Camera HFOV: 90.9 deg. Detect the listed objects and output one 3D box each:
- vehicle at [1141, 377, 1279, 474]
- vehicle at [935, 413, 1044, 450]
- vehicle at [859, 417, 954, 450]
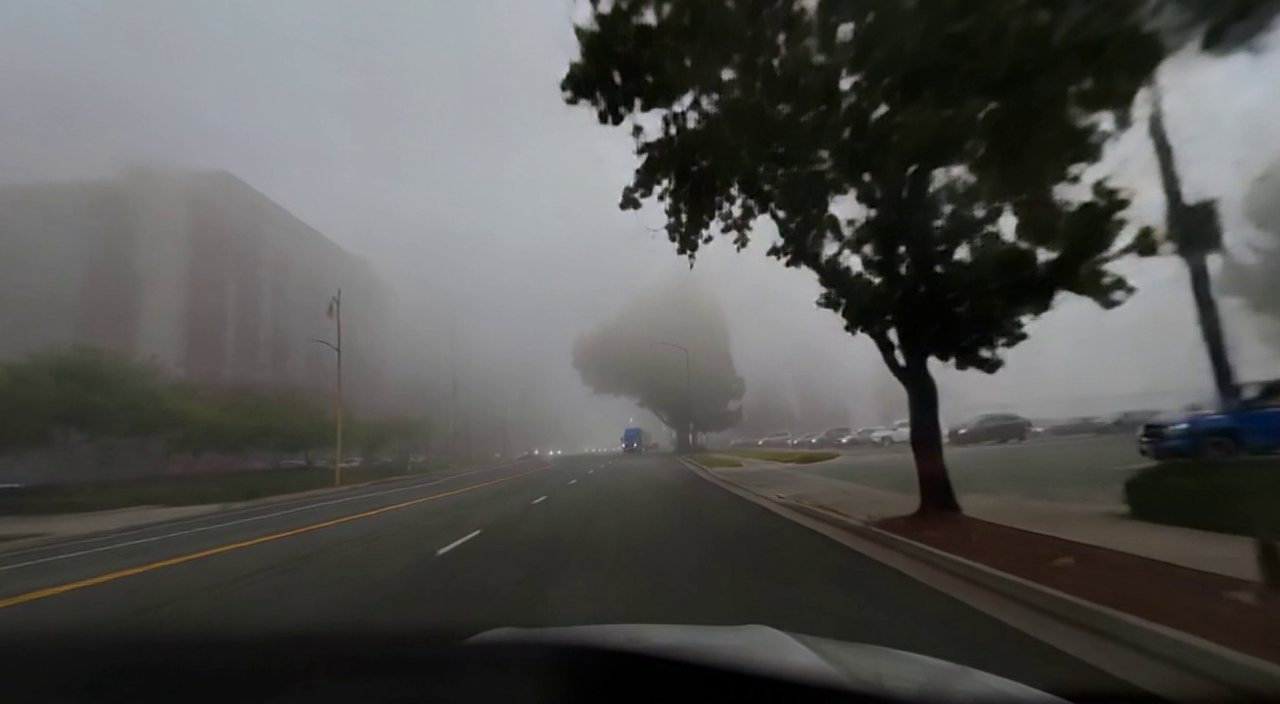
[{"bbox_3d":[13.212,1.520,12.785,4.358,1.796,1.995,0,-9,-2],"label":"vehicle"},{"bbox_3d":[17.769,4.075,32.093,4.653,1.782,2.042,2,-9,-16],"label":"vehicle"},{"bbox_3d":[16.905,5.212,40.117,5.051,2.038,2.142,1,-9,-9],"label":"vehicle"}]
